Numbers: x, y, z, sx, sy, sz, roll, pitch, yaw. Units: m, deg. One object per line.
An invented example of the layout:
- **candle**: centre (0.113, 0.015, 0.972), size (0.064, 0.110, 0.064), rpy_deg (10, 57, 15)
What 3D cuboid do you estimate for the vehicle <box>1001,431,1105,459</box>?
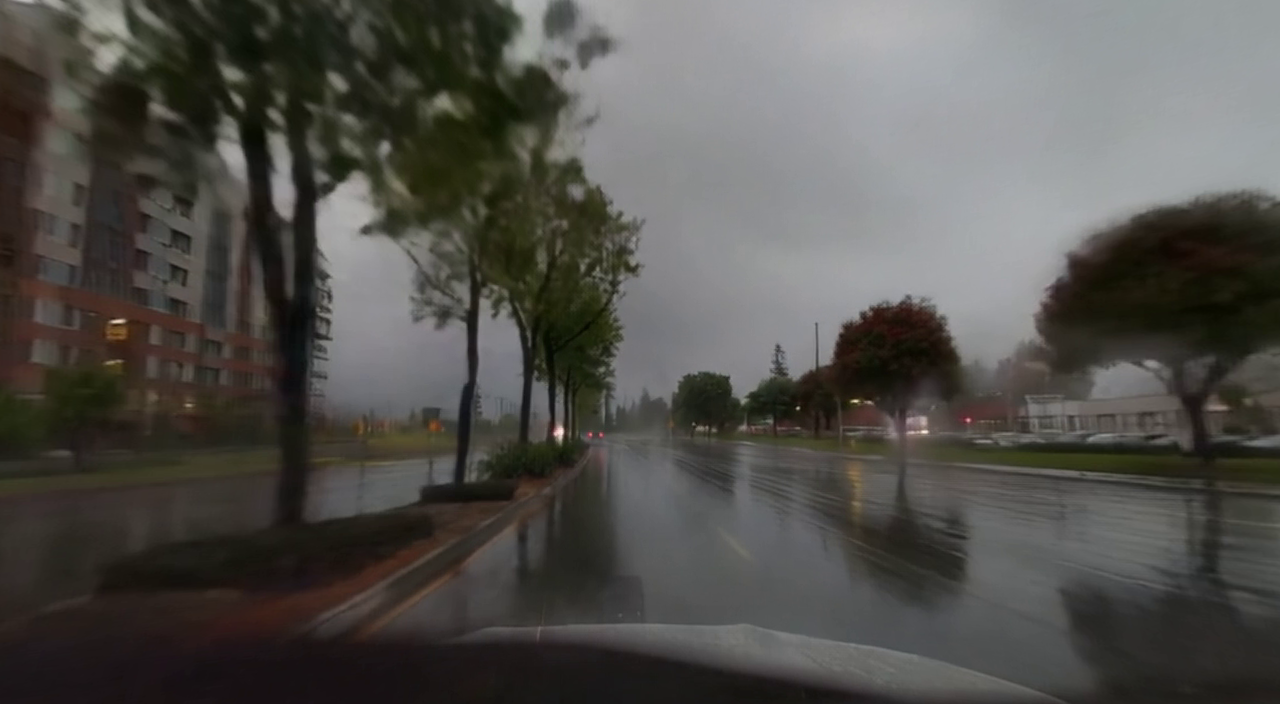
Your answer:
- **vehicle**: centre (27.041, 6.118, 41.505), size (5.365, 1.726, 2.032), rpy_deg (-1, -8, -1)
